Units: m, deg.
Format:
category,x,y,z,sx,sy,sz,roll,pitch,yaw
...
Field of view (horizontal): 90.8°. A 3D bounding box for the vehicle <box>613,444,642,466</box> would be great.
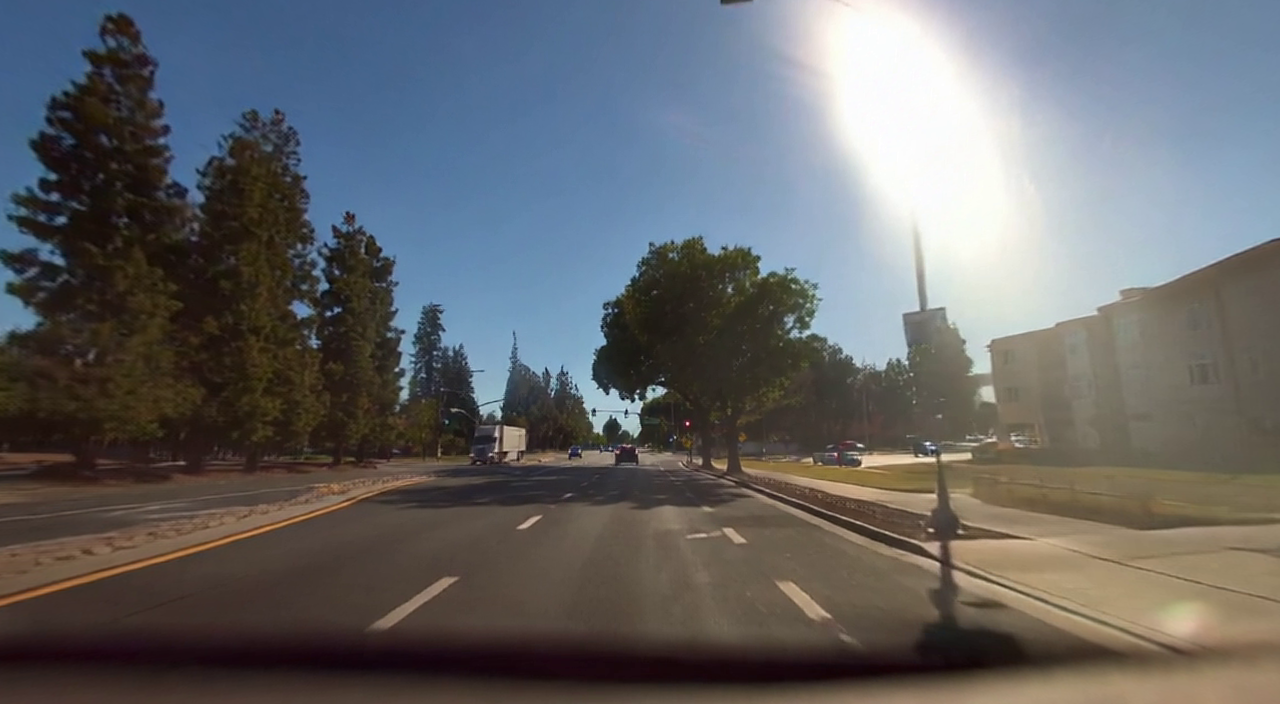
category,x,y,z,sx,sy,sz,roll,pitch,yaw
vehicle,-0.888,7.704,47.435,2.011,1.498,4.914,0,-9,1
